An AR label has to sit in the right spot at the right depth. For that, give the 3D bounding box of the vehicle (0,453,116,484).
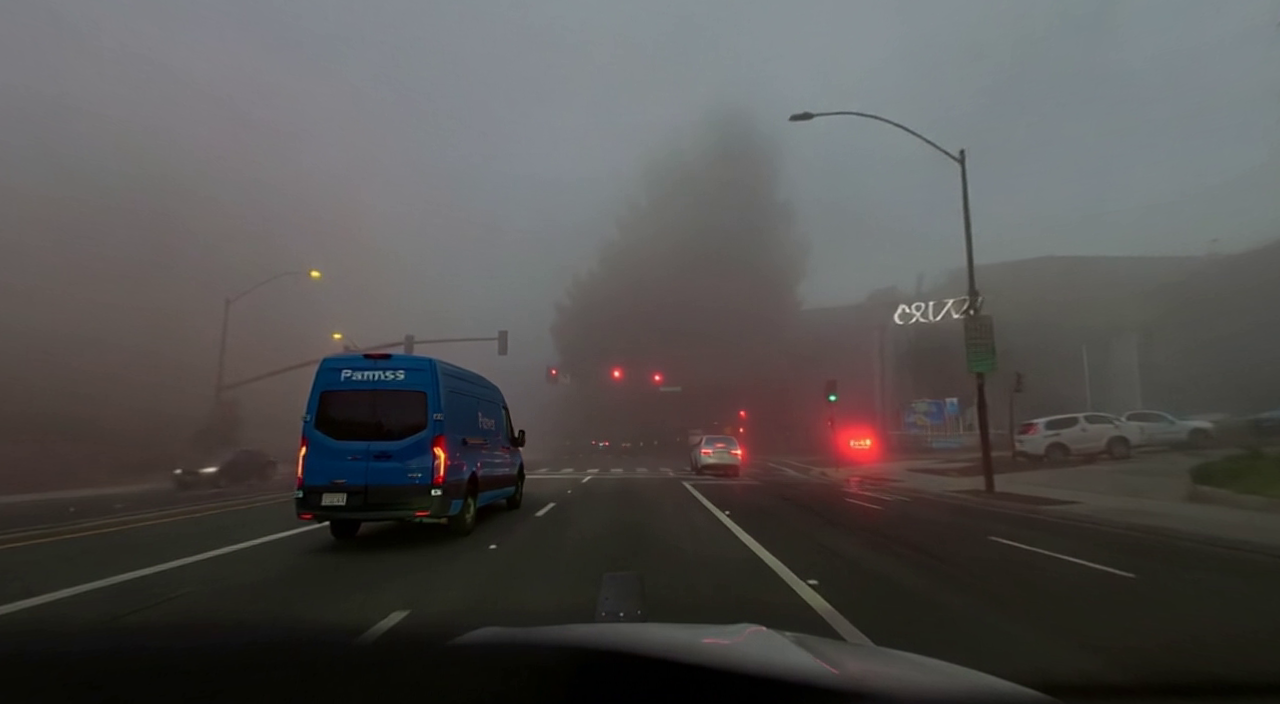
[{"bbox_3d":[-31.071,6.159,33.527,4.535,1.467,2.021,4,-9,-27],"label":"vehicle"}]

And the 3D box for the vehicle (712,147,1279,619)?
[{"bbox_3d":[3.155,0.873,9.580,2.861,3.525,9.858,0,-9,0],"label":"vehicle"}]

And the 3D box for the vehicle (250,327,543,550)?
[{"bbox_3d":[-3.540,1.555,11.220,2.443,2.784,6.493,0,-9,1],"label":"vehicle"}]

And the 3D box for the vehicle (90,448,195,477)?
[{"bbox_3d":[-30.909,6.868,39.463,4.811,1.675,1.875,5,-10,-30],"label":"vehicle"}]
